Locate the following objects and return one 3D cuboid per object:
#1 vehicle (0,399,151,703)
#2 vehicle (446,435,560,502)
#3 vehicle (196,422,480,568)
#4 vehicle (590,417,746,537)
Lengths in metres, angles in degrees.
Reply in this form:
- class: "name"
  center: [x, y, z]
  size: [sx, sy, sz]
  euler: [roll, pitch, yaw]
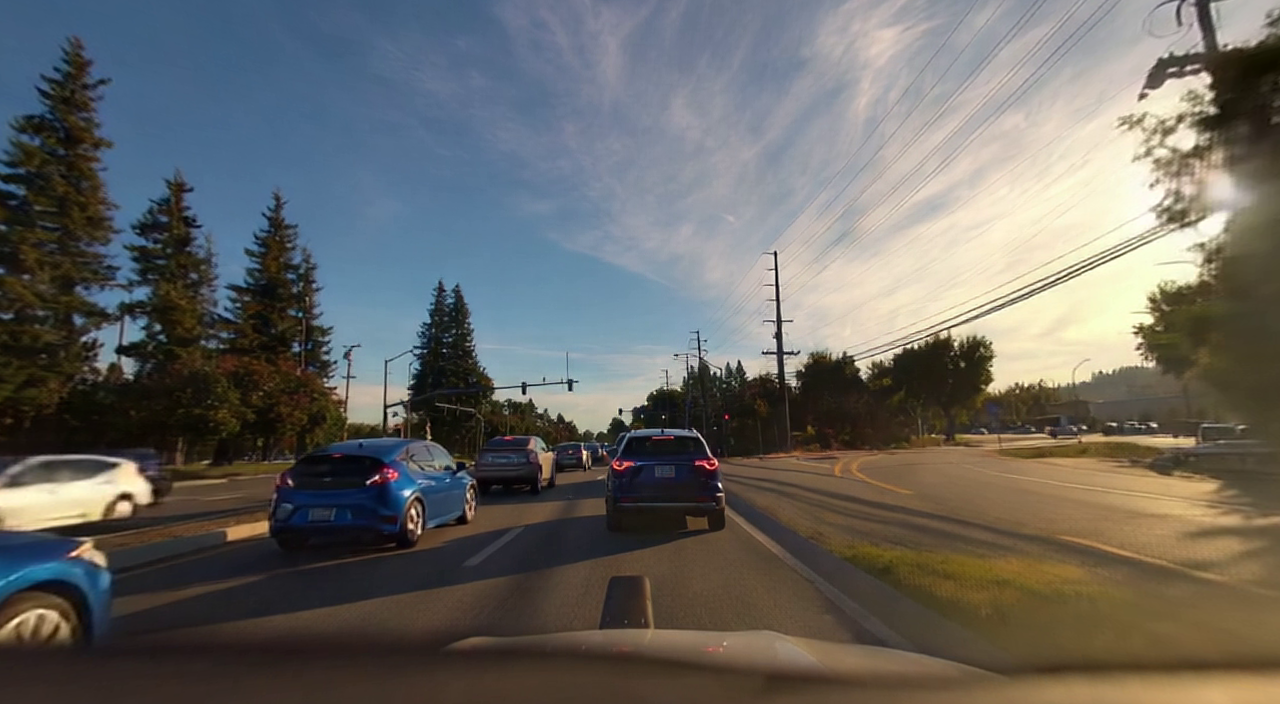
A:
- class: "vehicle"
  center: [-3.764, 0.707, 1.029]
  size: [2.051, 1.488, 4.806]
  euler: [0, -9, 0]
- class: "vehicle"
  center: [-3.615, 3.165, 17.554]
  size: [2.018, 1.621, 4.441]
  euler: [-1, -9, 2]
- class: "vehicle"
  center: [-3.807, 1.862, 8.926]
  size: [1.999, 1.563, 4.007]
  euler: [0, -9, 0]
- class: "vehicle"
  center: [0.436, 2.077, 11.001]
  size: [2.205, 1.691, 3.937]
  euler: [0, -9, 1]
